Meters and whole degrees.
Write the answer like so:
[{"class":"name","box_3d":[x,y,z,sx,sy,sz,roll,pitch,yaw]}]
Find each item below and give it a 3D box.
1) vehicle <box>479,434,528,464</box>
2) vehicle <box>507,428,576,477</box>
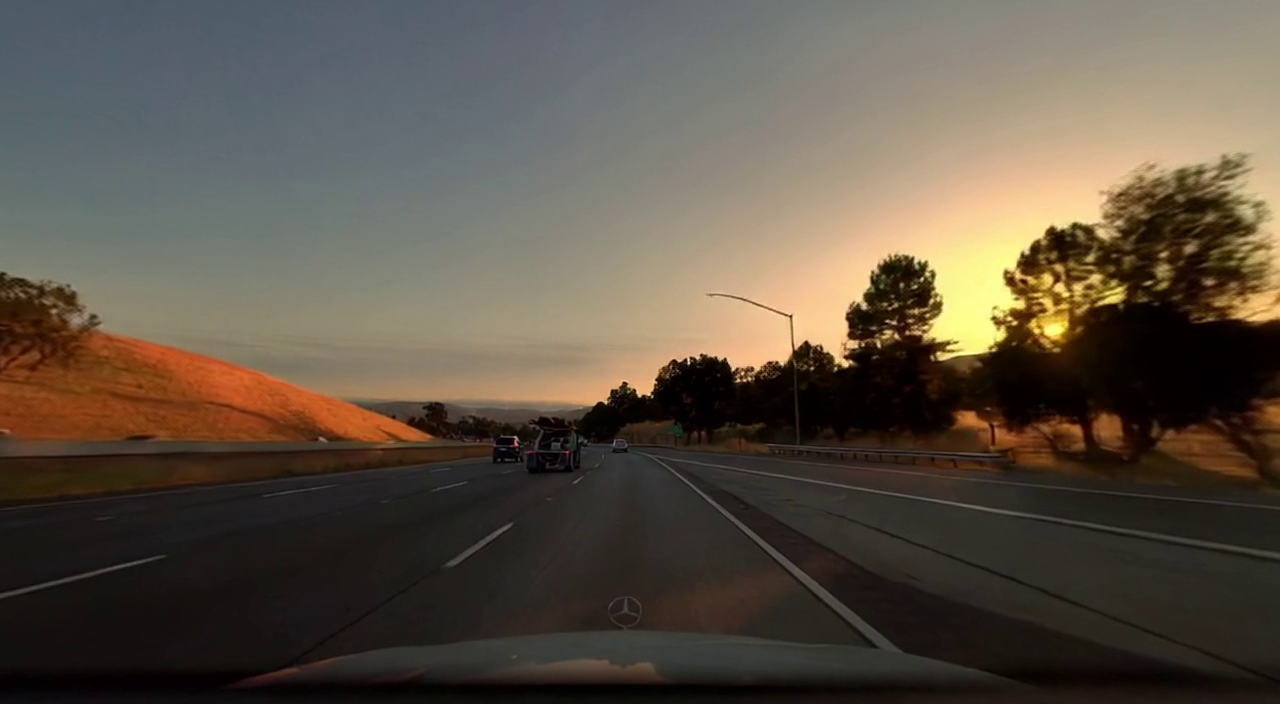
[{"class":"vehicle","box_3d":[-8.423,6.072,39.232,2.078,1.729,4.722,0,-8,-1]},{"class":"vehicle","box_3d":[-3.739,3.902,24.517,2.194,1.766,3.720,0,-8,-2]}]
